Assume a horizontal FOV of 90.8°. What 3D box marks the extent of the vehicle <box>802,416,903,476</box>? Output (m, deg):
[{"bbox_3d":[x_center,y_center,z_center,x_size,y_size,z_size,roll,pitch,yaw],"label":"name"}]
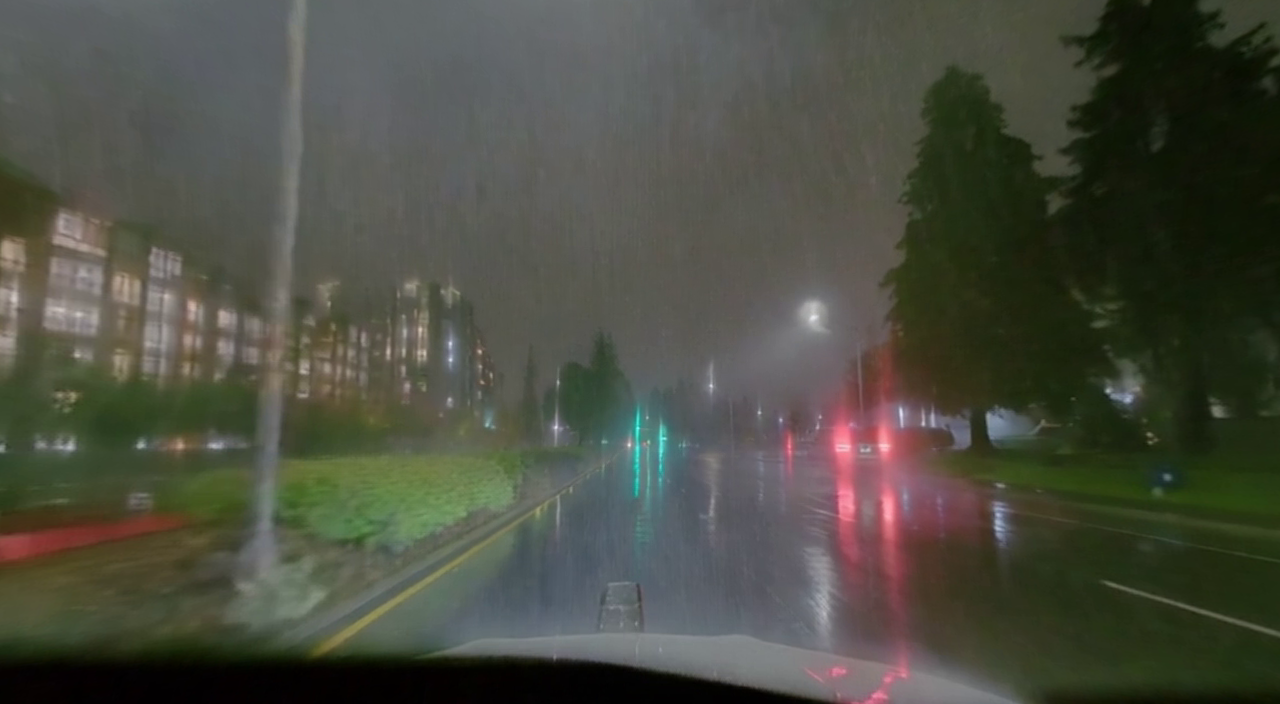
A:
[{"bbox_3d":[9.836,4.466,29.953,2.456,2.534,5.930,1,-8,-3],"label":"vehicle"}]
